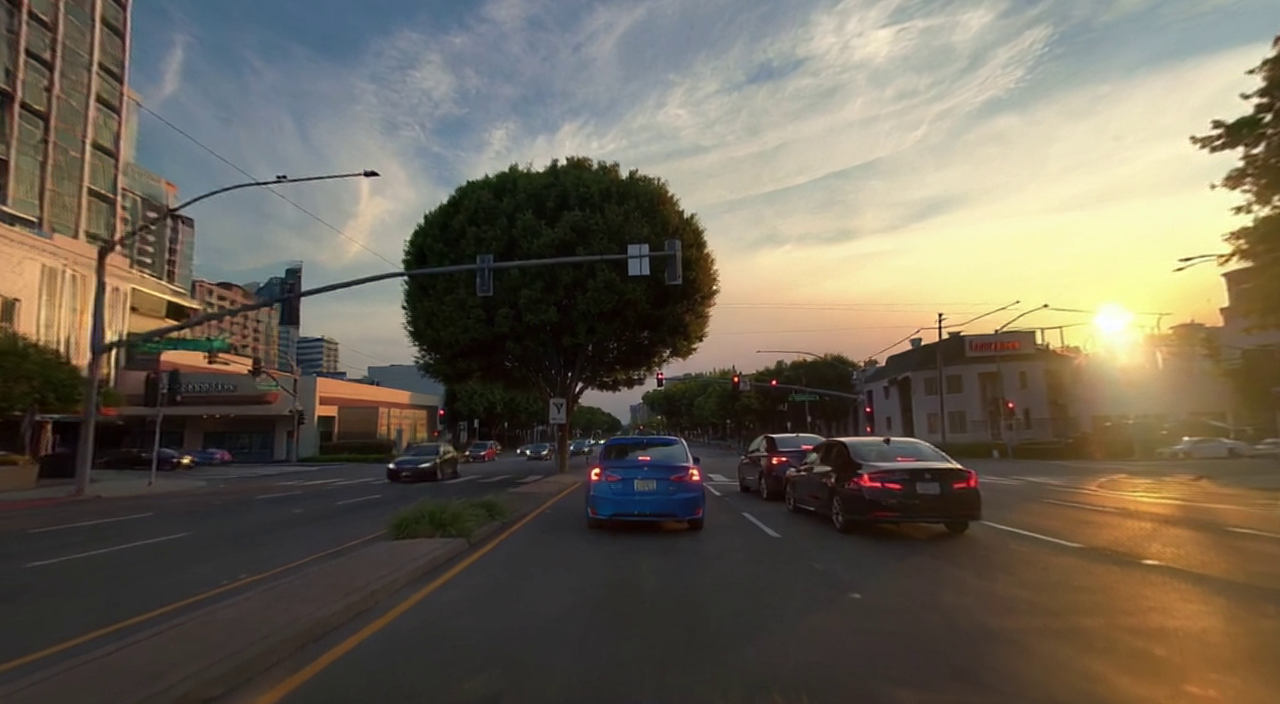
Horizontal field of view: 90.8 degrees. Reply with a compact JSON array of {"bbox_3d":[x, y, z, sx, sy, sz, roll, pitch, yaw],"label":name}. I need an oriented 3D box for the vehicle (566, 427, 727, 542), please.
[{"bbox_3d":[0.058,2.030,10.274,2.087,1.468,4.014,0,-9,-1],"label":"vehicle"}]

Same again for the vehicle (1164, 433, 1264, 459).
[{"bbox_3d":[35.121,5.781,38.754,4.190,1.535,1.998,0,-9,-1],"label":"vehicle"}]

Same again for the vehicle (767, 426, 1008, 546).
[{"bbox_3d":[3.579,2.036,10.279,2.018,1.491,4.544,0,-9,-1],"label":"vehicle"}]

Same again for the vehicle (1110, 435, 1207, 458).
[{"bbox_3d":[34.534,6.327,42.139,4.616,1.476,2.165,0,-9,-3],"label":"vehicle"}]

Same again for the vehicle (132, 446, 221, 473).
[{"bbox_3d":[-26.751,6.205,36.538,3.657,1.528,1.783,1,-9,-4],"label":"vehicle"}]

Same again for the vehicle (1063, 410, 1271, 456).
[{"bbox_3d":[38.295,5.966,46.203,12.695,3.252,3.036,0,-9,-3],"label":"vehicle"}]

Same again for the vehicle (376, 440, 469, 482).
[{"bbox_3d":[-8.486,4.285,25.120,2.004,1.476,4.671,0,-9,1],"label":"vehicle"}]

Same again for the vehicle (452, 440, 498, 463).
[{"bbox_3d":[-12.590,7.652,48.522,2.166,1.659,4.654,0,-9,1],"label":"vehicle"}]
